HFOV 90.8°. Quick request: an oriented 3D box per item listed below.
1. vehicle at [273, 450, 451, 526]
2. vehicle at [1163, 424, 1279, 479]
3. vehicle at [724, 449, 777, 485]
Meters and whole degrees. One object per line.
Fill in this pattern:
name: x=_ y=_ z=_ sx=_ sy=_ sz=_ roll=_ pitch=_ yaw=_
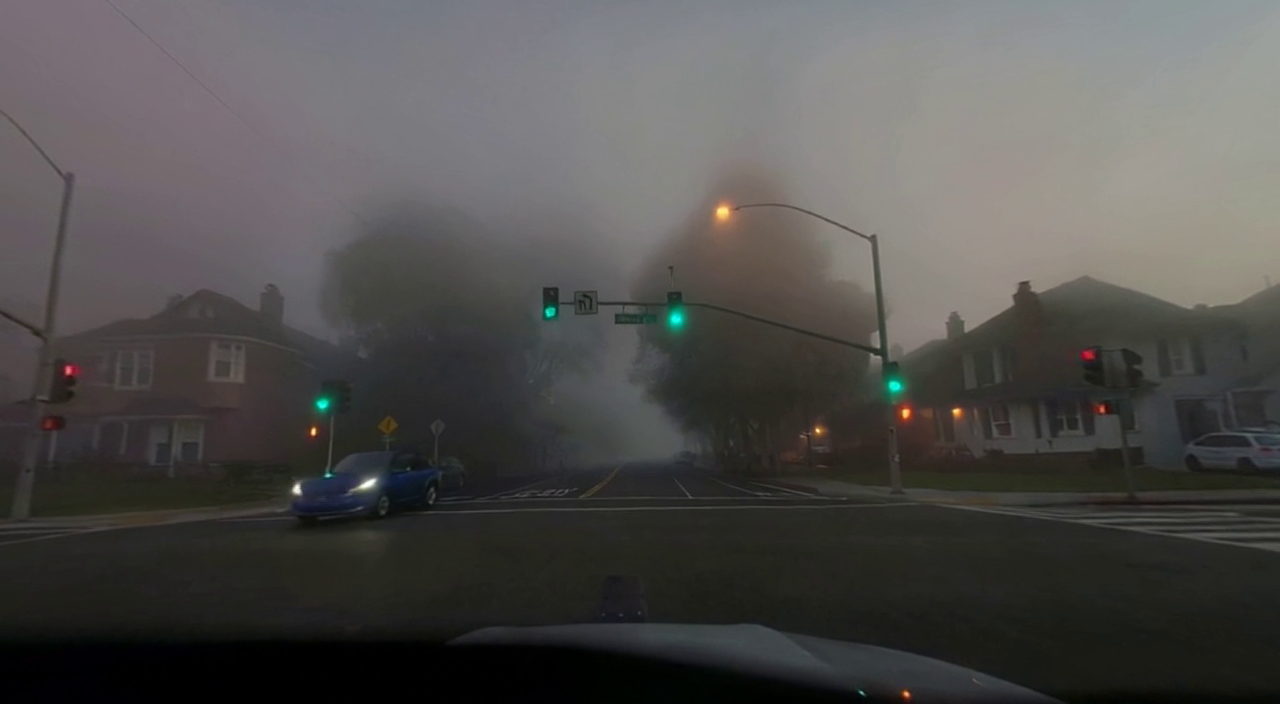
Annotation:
vehicle: x=-6.846 y=3.377 z=16.380 sx=2.270 sy=1.605 sz=4.958 roll=0 pitch=-8 yaw=1
vehicle: x=22.620 y=3.691 z=23.624 sx=1.964 sy=1.858 sz=4.881 roll=0 pitch=-8 yaw=2
vehicle: x=5.487 y=5.746 z=31.922 sx=1.891 sy=1.611 sz=4.269 roll=0 pitch=-8 yaw=0
